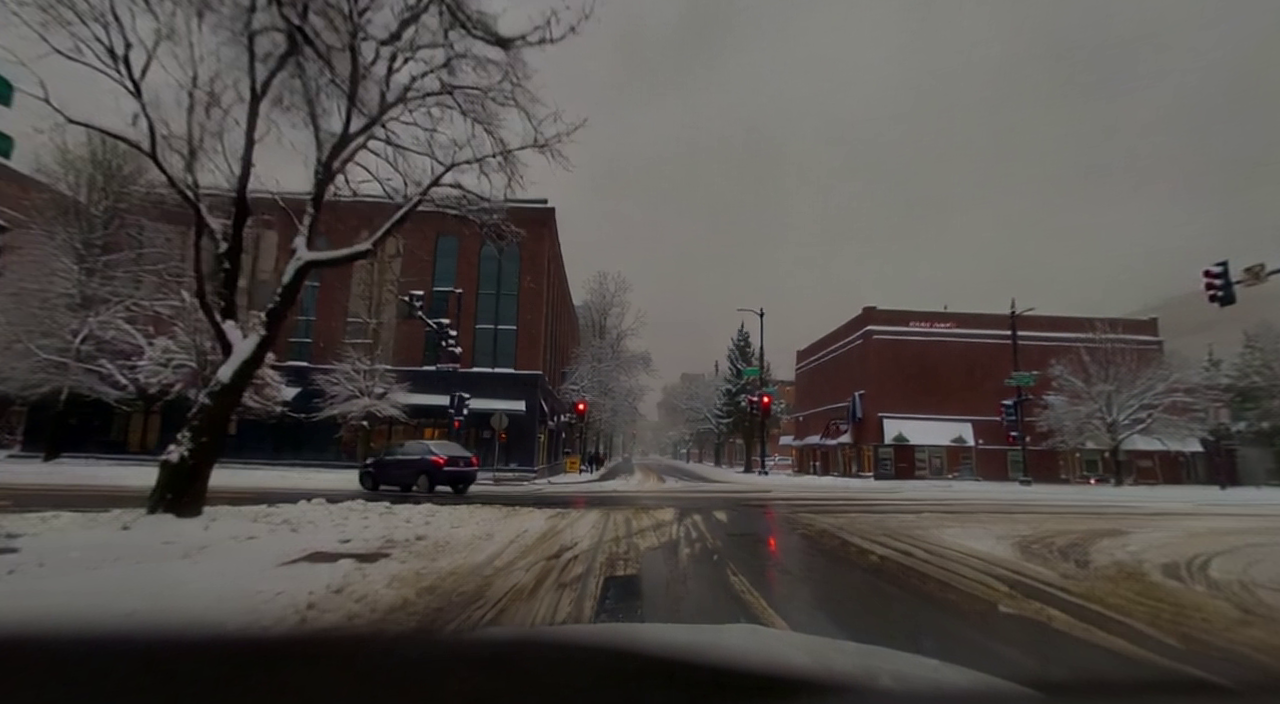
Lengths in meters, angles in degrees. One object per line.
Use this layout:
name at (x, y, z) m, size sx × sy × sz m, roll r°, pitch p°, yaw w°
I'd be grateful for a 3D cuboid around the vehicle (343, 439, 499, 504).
vehicle at (-5.957, 3.099, 16.935) m, size 4.459 × 1.482 × 2.106 m, roll -8°, pitch -12°, yaw 44°
